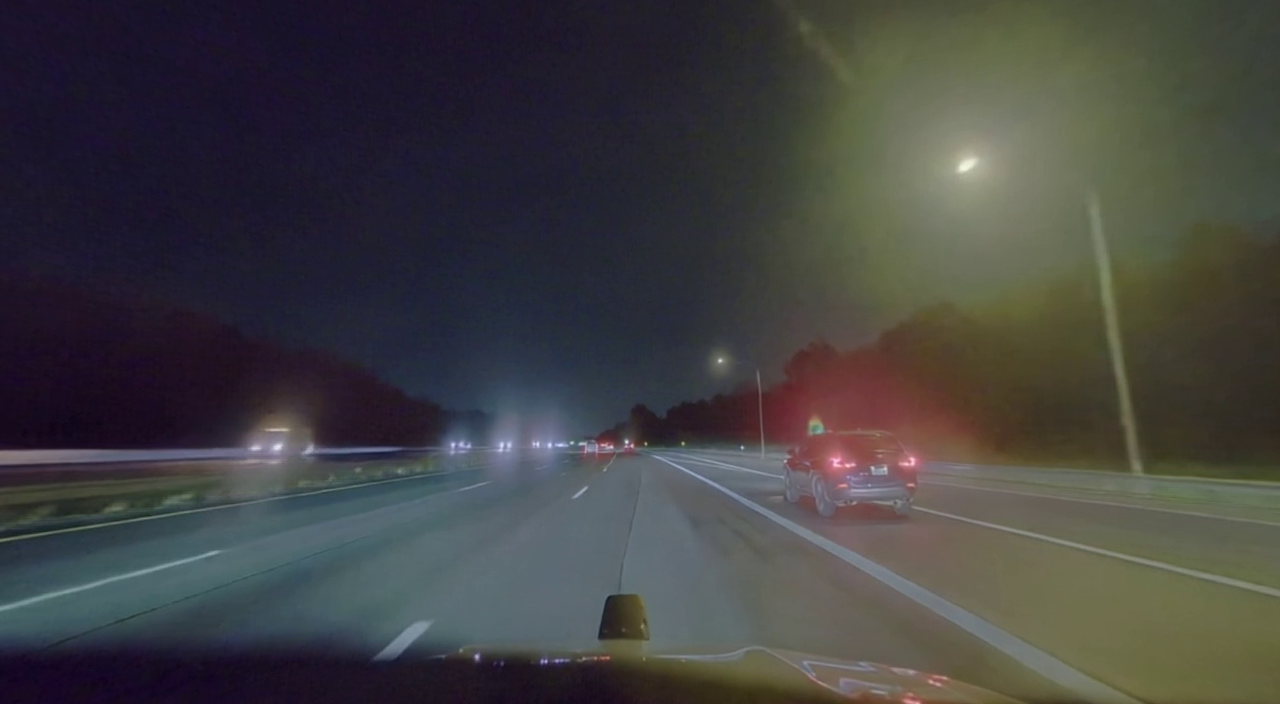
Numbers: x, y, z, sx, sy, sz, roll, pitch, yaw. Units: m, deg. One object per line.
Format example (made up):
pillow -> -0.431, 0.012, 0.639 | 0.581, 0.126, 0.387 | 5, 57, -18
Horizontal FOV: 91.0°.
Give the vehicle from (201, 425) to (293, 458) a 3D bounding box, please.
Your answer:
vehicle -> -22.739, 5.225, 36.691 | 1.973, 1.735, 5.274 | 0, -8, 0
